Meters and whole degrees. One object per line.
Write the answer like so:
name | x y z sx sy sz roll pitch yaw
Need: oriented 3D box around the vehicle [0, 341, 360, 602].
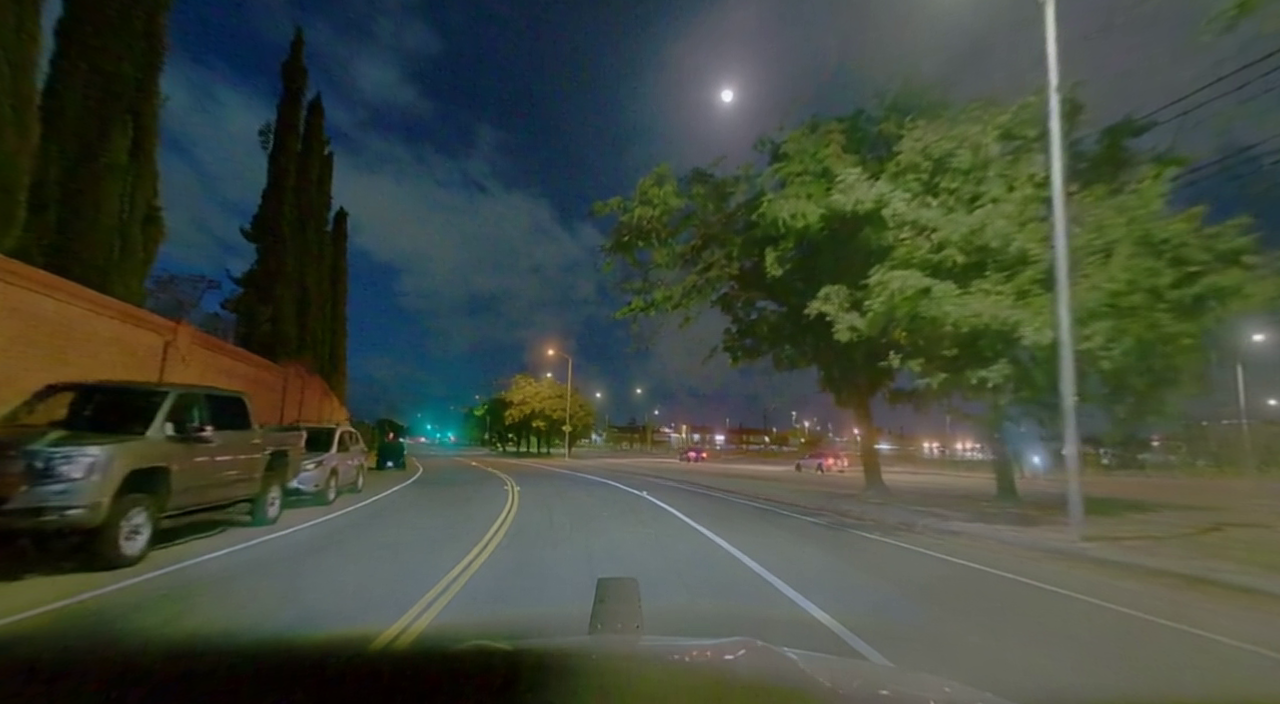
vehicle | -7.156 1.553 9.475 3.073 2.458 6.937 3 -8 -4
